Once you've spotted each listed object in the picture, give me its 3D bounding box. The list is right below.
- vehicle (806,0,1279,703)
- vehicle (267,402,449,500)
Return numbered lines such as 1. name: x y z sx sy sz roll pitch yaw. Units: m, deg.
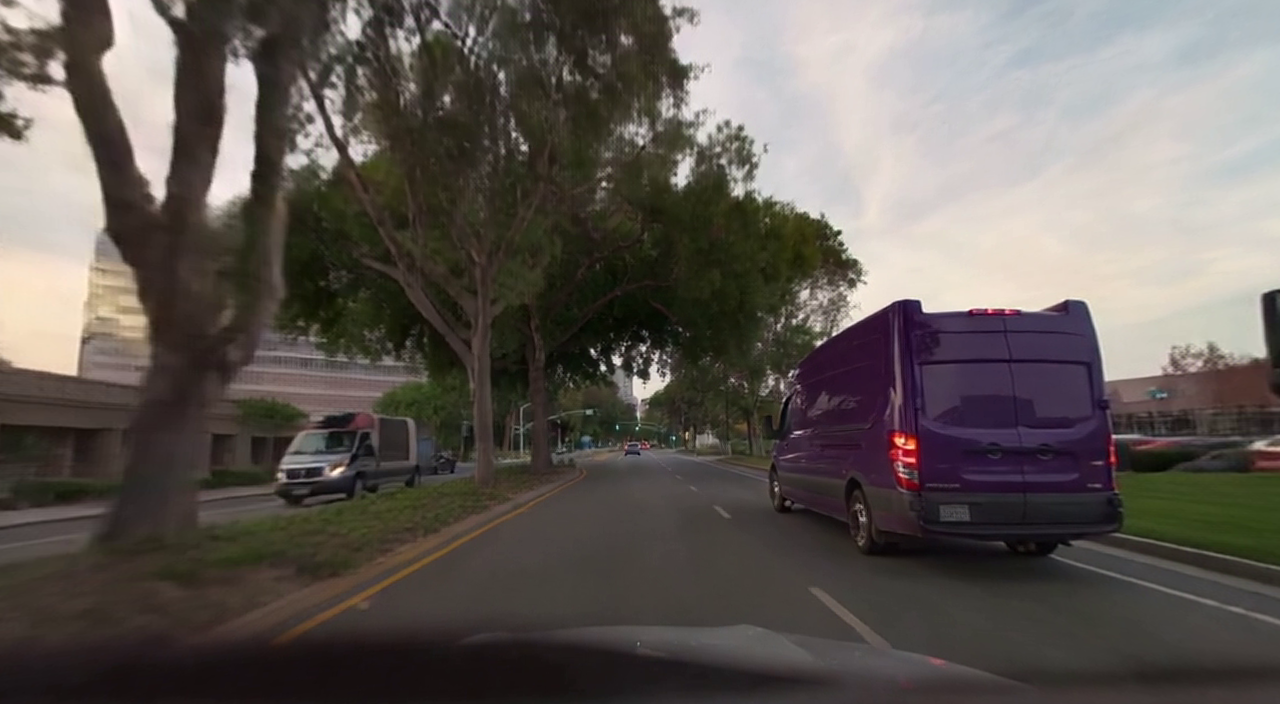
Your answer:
1. vehicle: 3.989 0.257 4.461 2.731 3.407 10.262 0 -8 -1
2. vehicle: -10.283 3.808 24.617 3.257 3.085 9.164 0 -9 -3
